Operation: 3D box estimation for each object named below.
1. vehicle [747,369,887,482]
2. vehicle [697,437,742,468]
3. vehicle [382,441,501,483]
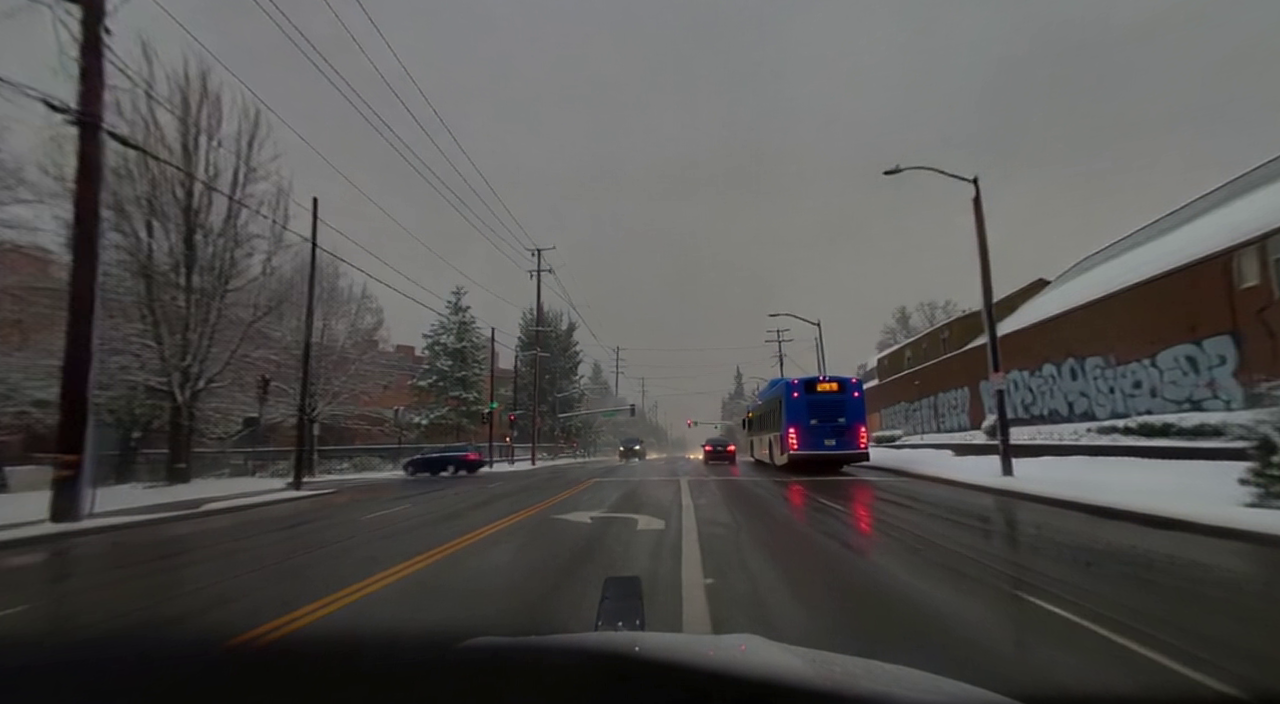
[{"bbox_3d":[6.497,3.166,25.815,3.045,3.447,12.604,-1,-8,4],"label":"vehicle"},{"bbox_3d":[3.972,5.093,32.183,1.961,1.470,4.196,-1,-8,3],"label":"vehicle"},{"bbox_3d":[-8.043,4.404,25.622,4.420,1.544,2.018,-5,-9,27],"label":"vehicle"}]
